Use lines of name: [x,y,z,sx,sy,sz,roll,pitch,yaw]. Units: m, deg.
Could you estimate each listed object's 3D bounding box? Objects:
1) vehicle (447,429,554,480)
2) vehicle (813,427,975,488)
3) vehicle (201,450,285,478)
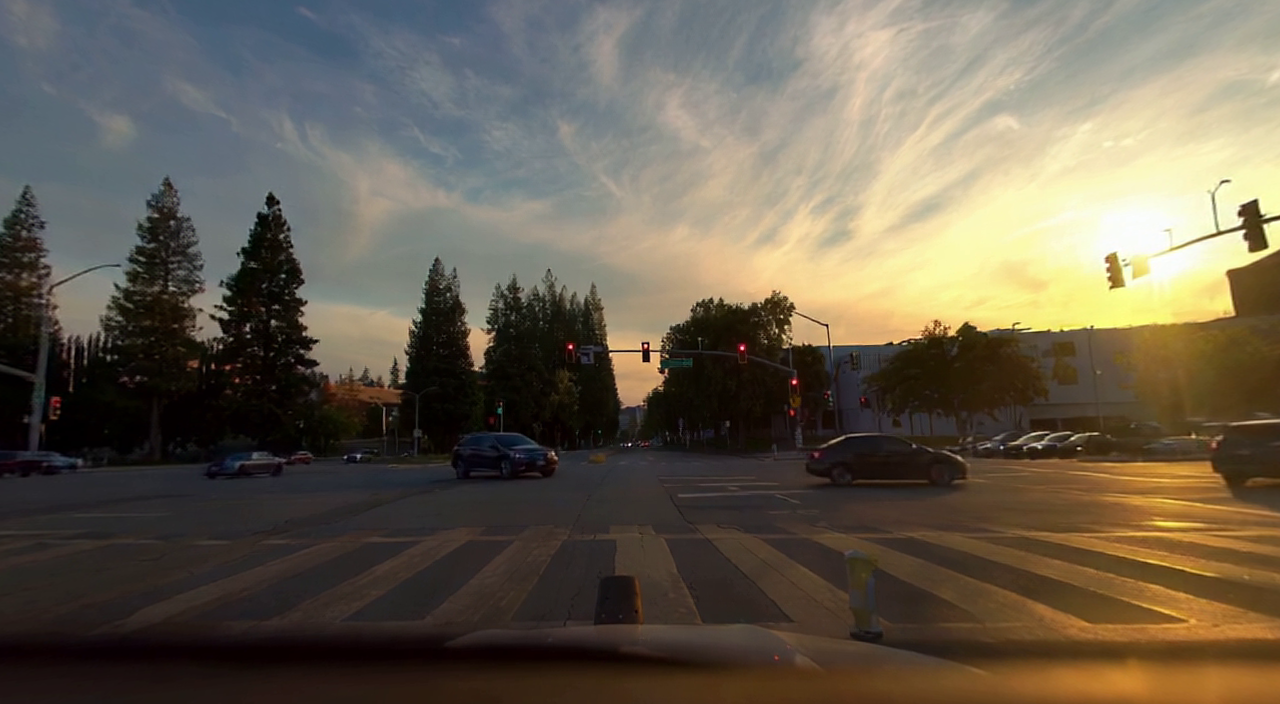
vehicle: [-6.154,4.402,27.468,2.223,1.972,5.310,7,-11,-41]
vehicle: [7.409,3.134,18.922,4.180,1.678,1.982,-2,-9,13]
vehicle: [-23.130,6.519,37.031,1.909,1.473,4.571,0,-8,1]
